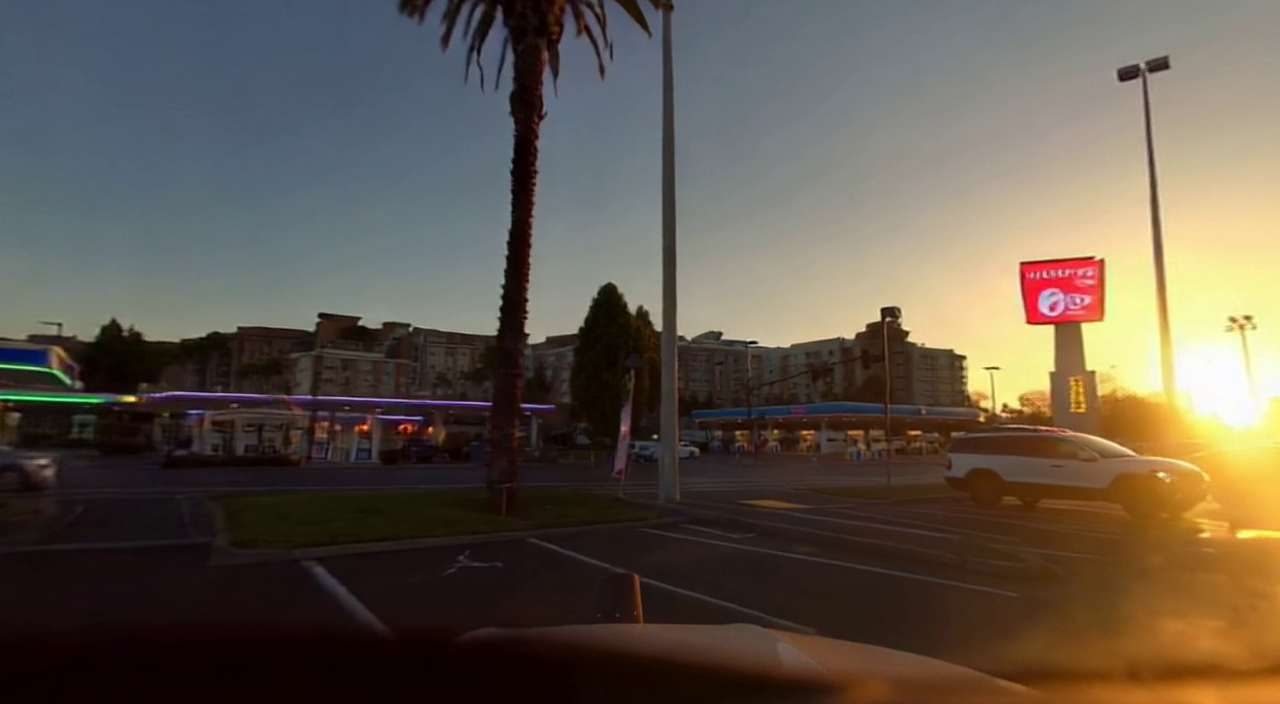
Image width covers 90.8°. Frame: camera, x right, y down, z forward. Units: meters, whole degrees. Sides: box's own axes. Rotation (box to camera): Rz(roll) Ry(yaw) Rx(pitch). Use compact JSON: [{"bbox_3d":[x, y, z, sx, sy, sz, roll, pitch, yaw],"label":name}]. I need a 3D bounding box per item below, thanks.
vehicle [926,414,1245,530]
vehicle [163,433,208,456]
[{"bbox_3d":[8.631,2.318,12.801,2.028,1.850,4.731,5,-10,-31],"label":"vehicle"},{"bbox_3d":[-30.501,6.232,42.508,1.901,1.463,3.948,5,-10,-29],"label":"vehicle"}]
